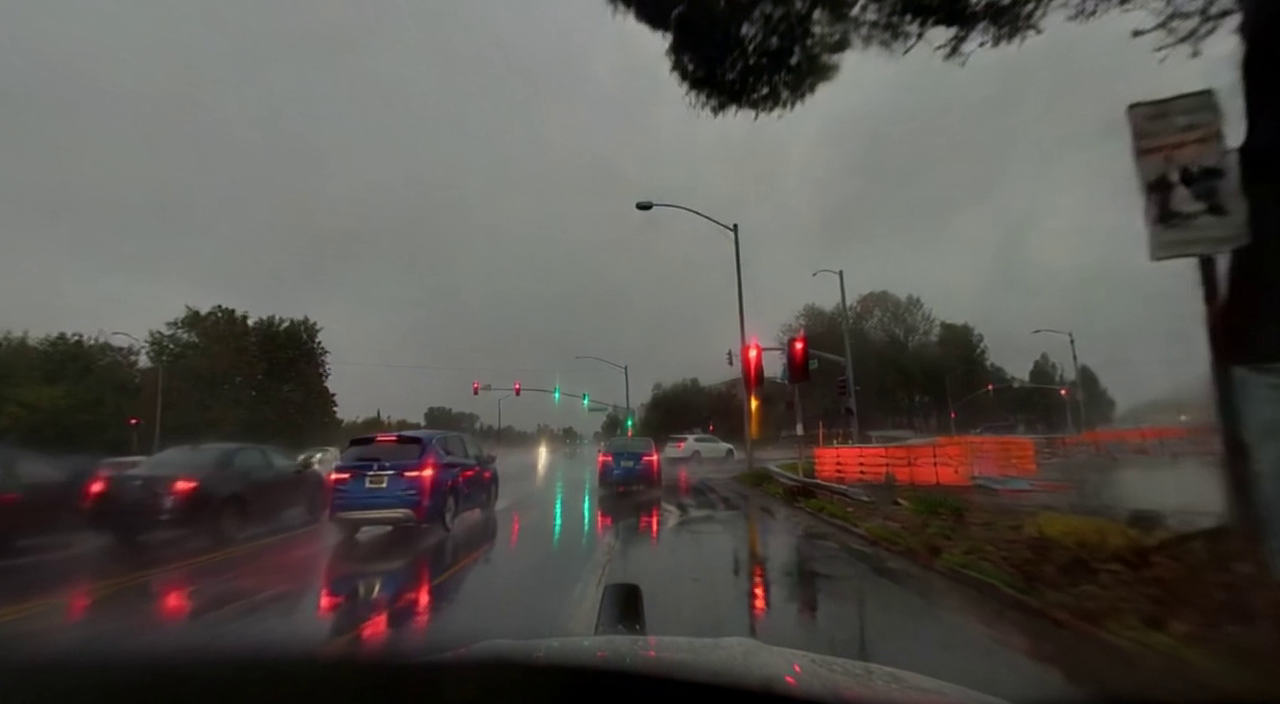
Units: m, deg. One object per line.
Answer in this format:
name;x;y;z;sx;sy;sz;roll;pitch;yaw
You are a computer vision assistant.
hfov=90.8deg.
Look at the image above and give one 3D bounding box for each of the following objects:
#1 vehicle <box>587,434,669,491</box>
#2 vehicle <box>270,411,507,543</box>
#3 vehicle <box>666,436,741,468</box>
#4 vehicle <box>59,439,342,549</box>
vehicle;-0.249;3.291;19.076;2.183;1.506;4.286;-1;-9;2
vehicle;-4.097;2.148;11.524;2.240;1.844;5.043;0;-9;0
vehicle;3.266;5.038;31.963;1.873;1.477;4.467;-6;-10;33
vehicle;-7.387;2.387;11.348;1.931;1.559;4.355;0;-9;0
